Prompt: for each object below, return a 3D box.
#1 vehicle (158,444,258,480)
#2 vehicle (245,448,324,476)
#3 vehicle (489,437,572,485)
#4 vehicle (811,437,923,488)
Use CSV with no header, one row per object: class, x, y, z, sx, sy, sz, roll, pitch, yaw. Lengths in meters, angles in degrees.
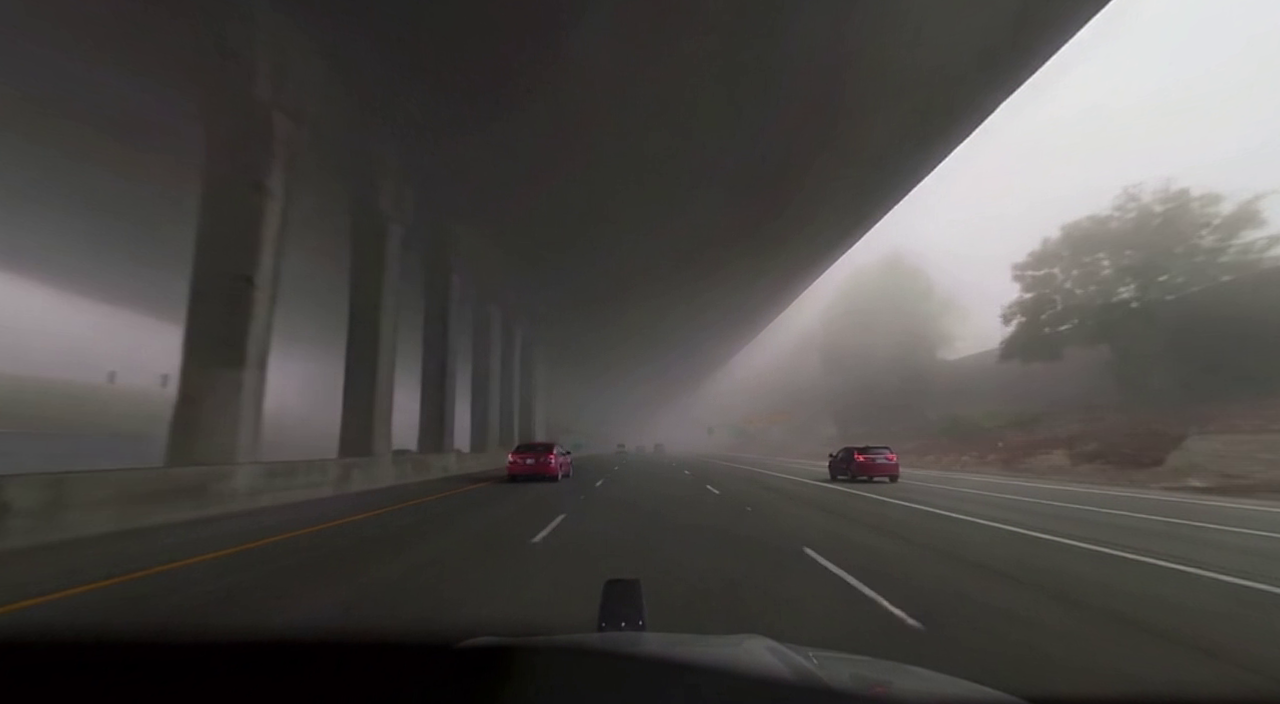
vehicle,-24.484,6.224,36.059,1.997,1.847,5.313,0,-8,0
vehicle,-20.750,6.435,37.052,1.891,1.489,4.682,0,-8,0
vehicle,-3.840,3.924,23.008,2.085,1.533,4.861,0,-8,1
vehicle,7.255,3.571,20.724,1.914,1.465,4.574,0,-8,-1
